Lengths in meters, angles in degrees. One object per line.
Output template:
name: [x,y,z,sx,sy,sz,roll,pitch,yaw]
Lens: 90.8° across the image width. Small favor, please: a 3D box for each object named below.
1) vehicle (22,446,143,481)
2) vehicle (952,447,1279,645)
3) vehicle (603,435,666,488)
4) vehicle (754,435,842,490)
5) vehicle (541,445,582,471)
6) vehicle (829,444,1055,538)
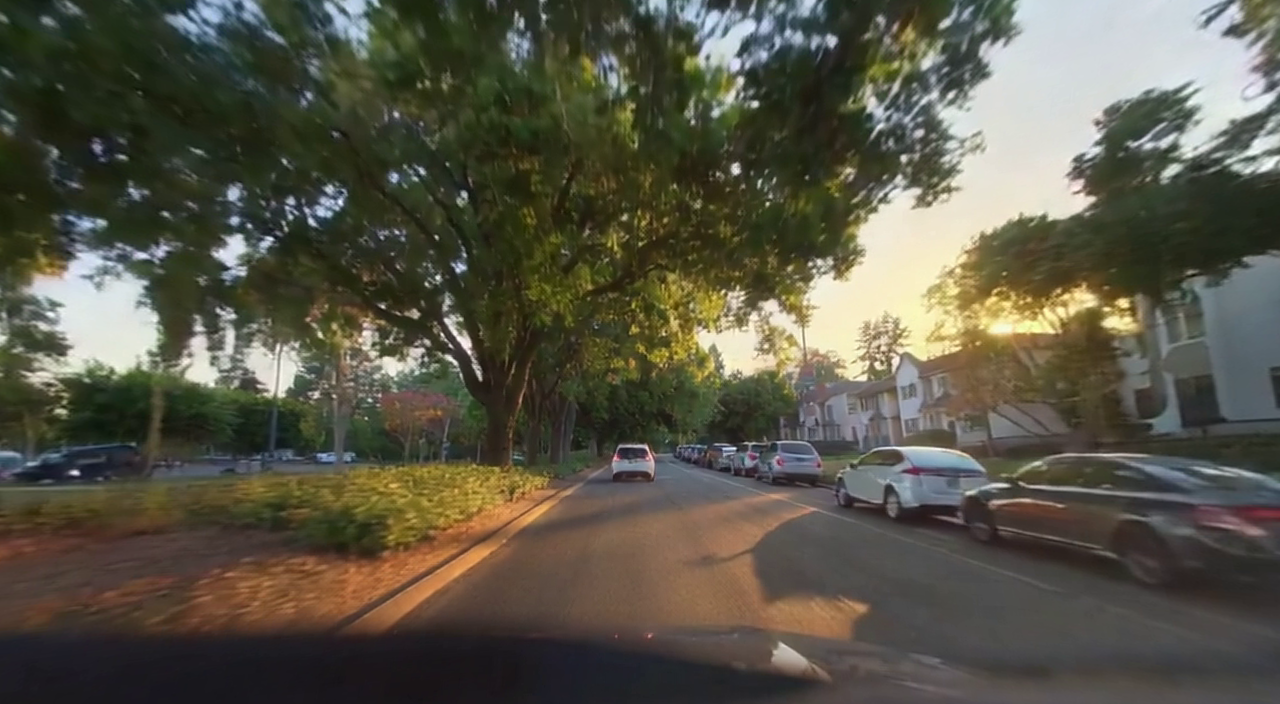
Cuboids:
vehicle: [-34.508,6.906,39.242,5.329,2.013,2.242,0,-9,1]
vehicle: [5.778,1.823,7.074,1.903,1.491,4.999,0,-9,-2]
vehicle: [-0.236,3.923,22.889,2.070,1.698,3.925,0,-9,-1]
vehicle: [5.814,4.117,23.859,2.139,1.872,4.585,0,-9,1]
vehicle: [-4.775,6.550,39.191,2.105,1.474,4.808,0,-9,-2]
vehicle: [5.544,2.582,12.471,2.022,1.484,4.612,0,-9,-2]
